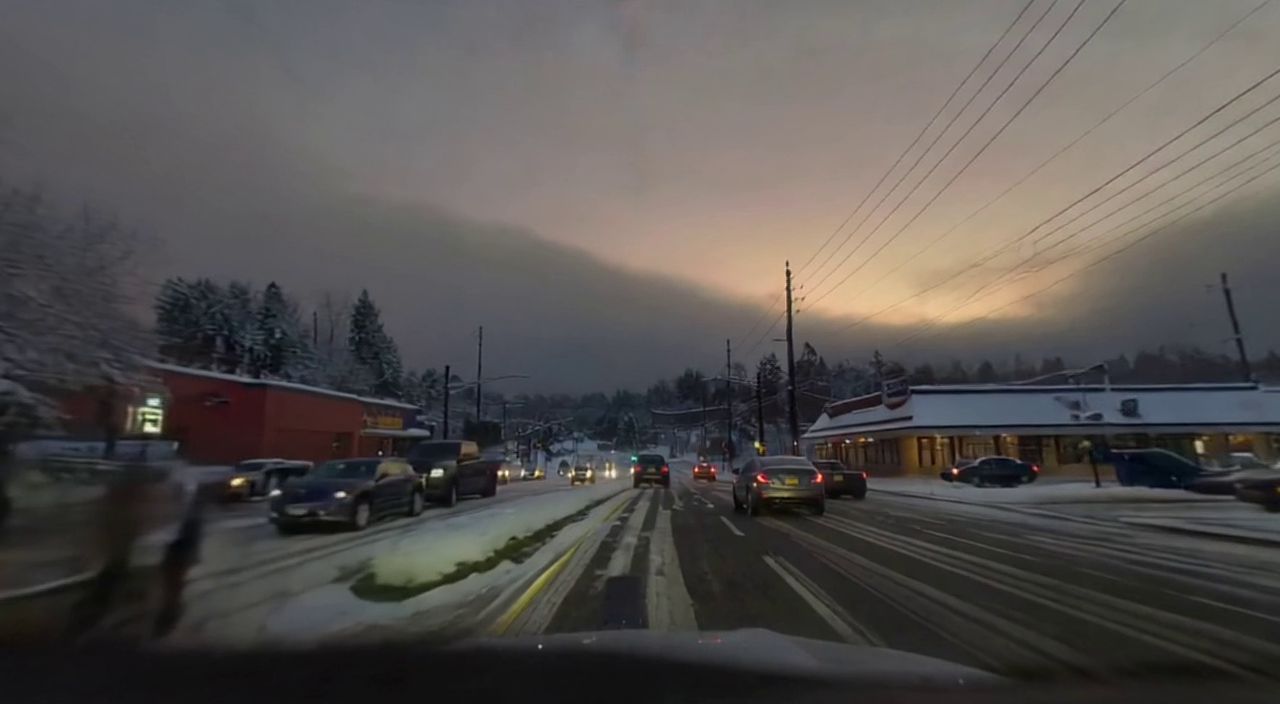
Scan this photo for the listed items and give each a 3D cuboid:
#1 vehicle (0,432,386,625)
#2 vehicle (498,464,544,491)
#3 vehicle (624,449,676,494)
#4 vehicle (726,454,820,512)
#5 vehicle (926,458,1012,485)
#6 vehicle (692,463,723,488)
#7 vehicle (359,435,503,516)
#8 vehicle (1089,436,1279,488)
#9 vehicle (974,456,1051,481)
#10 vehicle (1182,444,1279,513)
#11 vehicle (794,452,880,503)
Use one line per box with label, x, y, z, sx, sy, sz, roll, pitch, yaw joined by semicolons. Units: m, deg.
vehicle;-5.083;1.835;7.826;2.041;1.494;4.647;-2;-6;-1
vehicle;-7.899;8.368;42.310;1.906;1.519;4.797;0;-8;2
vehicle;0.508;5.486;29.328;2.210;1.861;4.280;0;-8;2
vehicle;3.929;3.923;19.444;1.963;1.484;4.609;0;-8;1
vehicle;22.635;8.230;43.528;4.718;1.628;2.008;-3;-9;5
vehicle;5.316;9.768;49.993;2.036;1.719;4.318;0;-8;1
vehicle;-5.103;3.058;16.146;2.180;1.646;4.467;-3;-9;0
vehicle;20.908;4.293;24.526;5.333;1.796;2.333;-8;-12;36
vehicle;29.075;9.114;49.354;4.538;1.836;2.180;0;-9;2
vehicle;16.480;3.266;16.747;4.595;1.523;2.293;6;-10;-39
vehicle;7.592;4.841;24.835;2.040;1.738;4.414;0;-8;1
